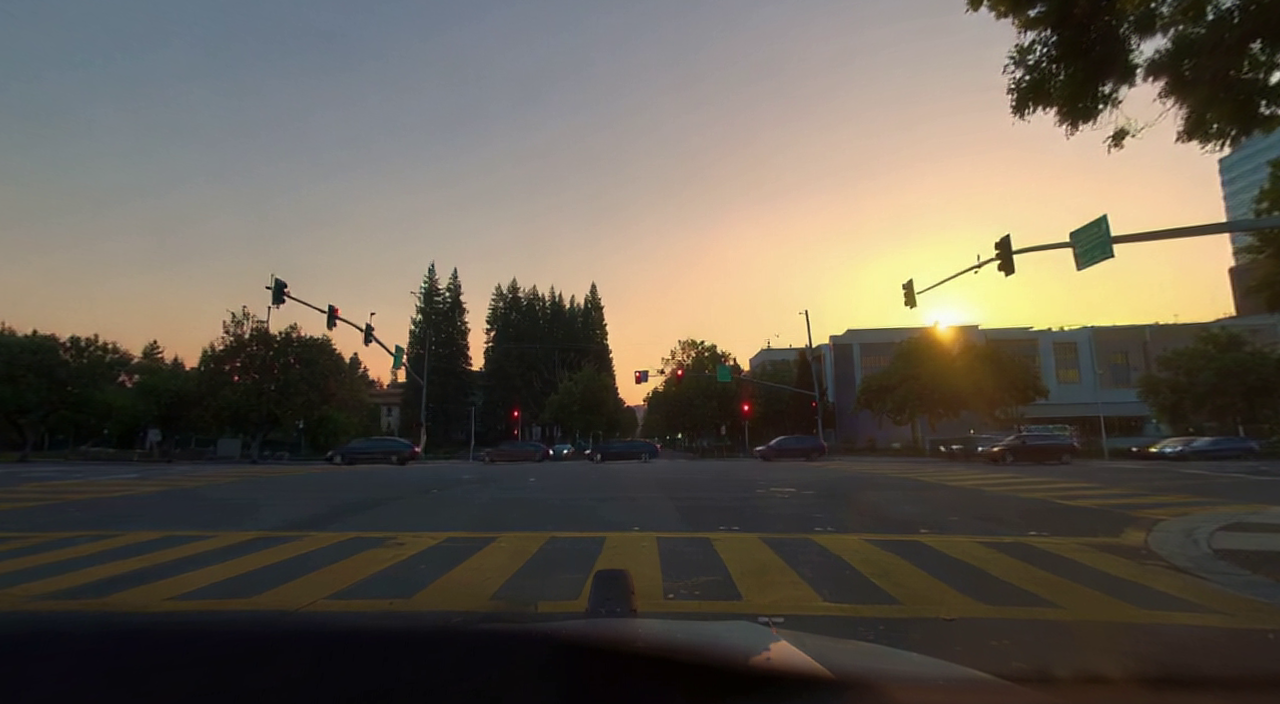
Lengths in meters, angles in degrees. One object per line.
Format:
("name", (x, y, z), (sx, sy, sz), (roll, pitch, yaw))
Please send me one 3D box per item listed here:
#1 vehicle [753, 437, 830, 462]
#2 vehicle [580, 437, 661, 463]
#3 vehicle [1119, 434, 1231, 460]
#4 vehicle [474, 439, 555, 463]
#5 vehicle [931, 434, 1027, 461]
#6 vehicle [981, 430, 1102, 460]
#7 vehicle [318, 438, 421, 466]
("vehicle", (9.598, 6.194, 40.204), (4.443, 1.472, 1.794), (0, -9, 1))
("vehicle", (-1.124, 5.682, 36.789), (4.631, 1.435, 1.715), (0, -9, 0))
("vehicle", (31.099, 5.533, 36.807), (4.724, 1.452, 1.870), (0, -9, 0))
("vehicle", (-7.949, 6.282, 40.219), (4.759, 1.445, 1.865), (0, -9, 0))
("vehicle", (19.616, 5.558, 36.720), (4.519, 1.476, 1.767), (0, -9, 0))
("vehicle", (25.272, 5.874, 39.904), (6.133, 1.833, 2.155), (0, -9, -2))
("vehicle", (-14.252, 5.295, 33.436), (4.629, 1.423, 1.833), (-1, -9, 2))
